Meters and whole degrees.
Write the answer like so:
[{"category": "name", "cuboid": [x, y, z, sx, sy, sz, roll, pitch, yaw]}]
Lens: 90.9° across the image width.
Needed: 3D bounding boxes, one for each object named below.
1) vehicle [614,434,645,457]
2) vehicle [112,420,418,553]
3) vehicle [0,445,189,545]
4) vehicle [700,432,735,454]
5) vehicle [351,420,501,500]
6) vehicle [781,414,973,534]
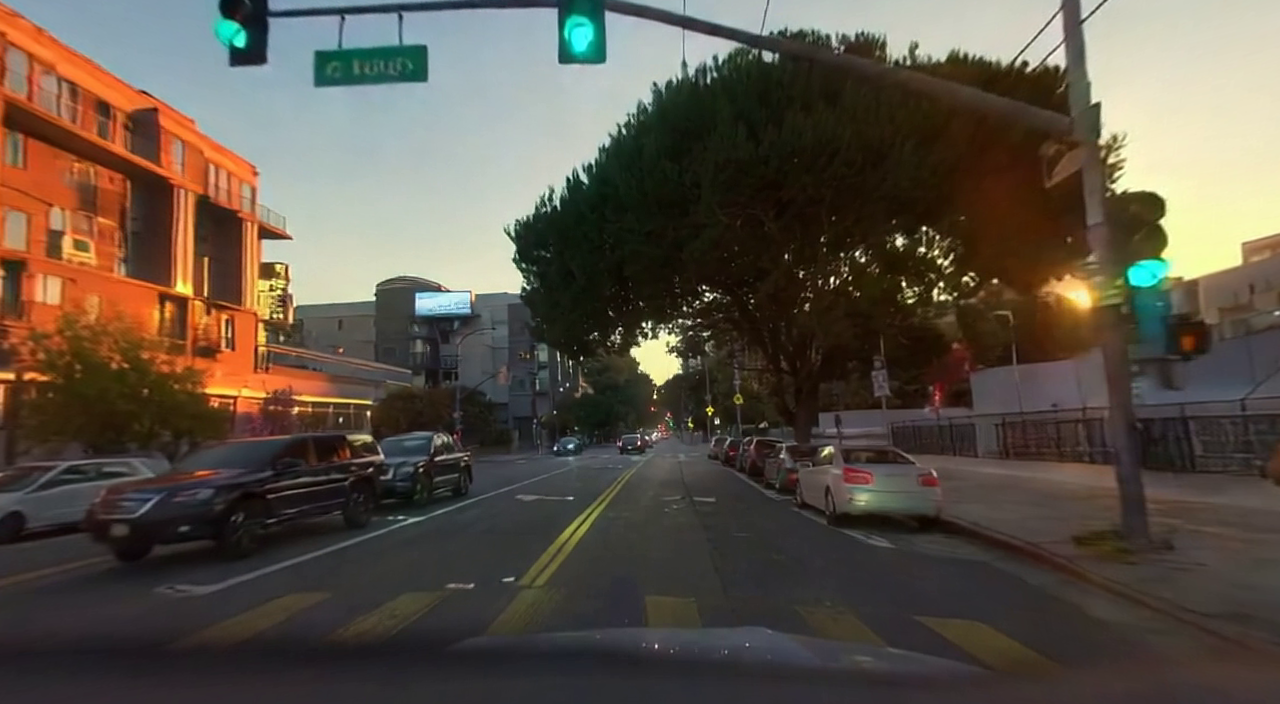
[{"category": "vehicle", "cuboid": [-0.700, 6.706, 45.187, 1.973, 1.496, 3.713, -1, -8, 2]}, {"category": "vehicle", "cuboid": [-5.255, 1.928, 9.729, 1.942, 1.559, 4.298, -1, -8, 2]}, {"category": "vehicle", "cuboid": [-11.405, 2.661, 12.430, 1.933, 1.628, 3.973, -1, -8, 2]}, {"category": "vehicle", "cuboid": [5.817, 6.861, 47.906, 2.155, 1.458, 5.178, 1, -7, 1]}, {"category": "vehicle", "cuboid": [-5.289, 2.757, 16.479, 1.958, 1.731, 5.051, -1, -8, 2]}, {"category": "vehicle", "cuboid": [3.978, 2.115, 11.417, 1.924, 1.765, 3.954, 0, -8, 0]}]
